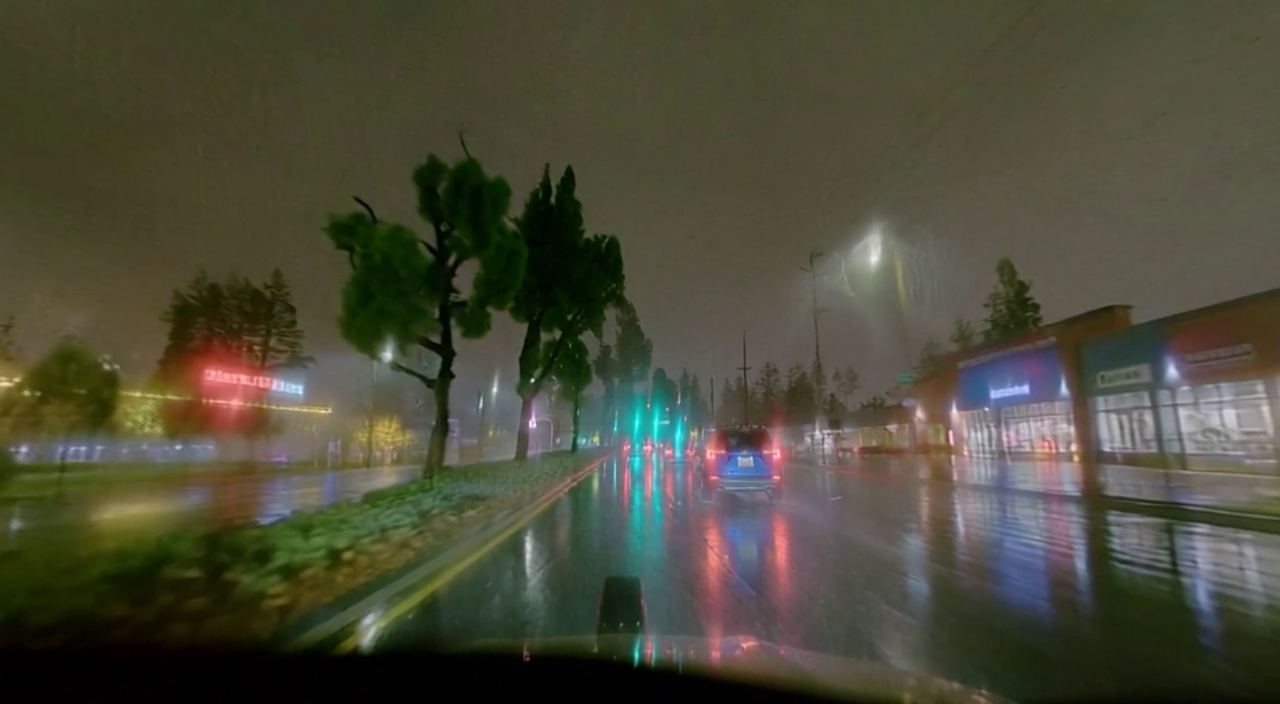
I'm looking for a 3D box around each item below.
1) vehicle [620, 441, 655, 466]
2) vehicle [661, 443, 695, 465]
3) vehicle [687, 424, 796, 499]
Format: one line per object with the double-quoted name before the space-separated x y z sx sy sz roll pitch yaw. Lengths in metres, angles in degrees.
"vehicle" -0.178 6.270 39.081 2.056 1.440 3.798 0 -8 -1
"vehicle" 2.508 6.856 42.785 1.970 1.402 3.756 0 -8 -2
"vehicle" 2.654 3.016 17.788 2.140 1.811 4.593 0 -8 -2
